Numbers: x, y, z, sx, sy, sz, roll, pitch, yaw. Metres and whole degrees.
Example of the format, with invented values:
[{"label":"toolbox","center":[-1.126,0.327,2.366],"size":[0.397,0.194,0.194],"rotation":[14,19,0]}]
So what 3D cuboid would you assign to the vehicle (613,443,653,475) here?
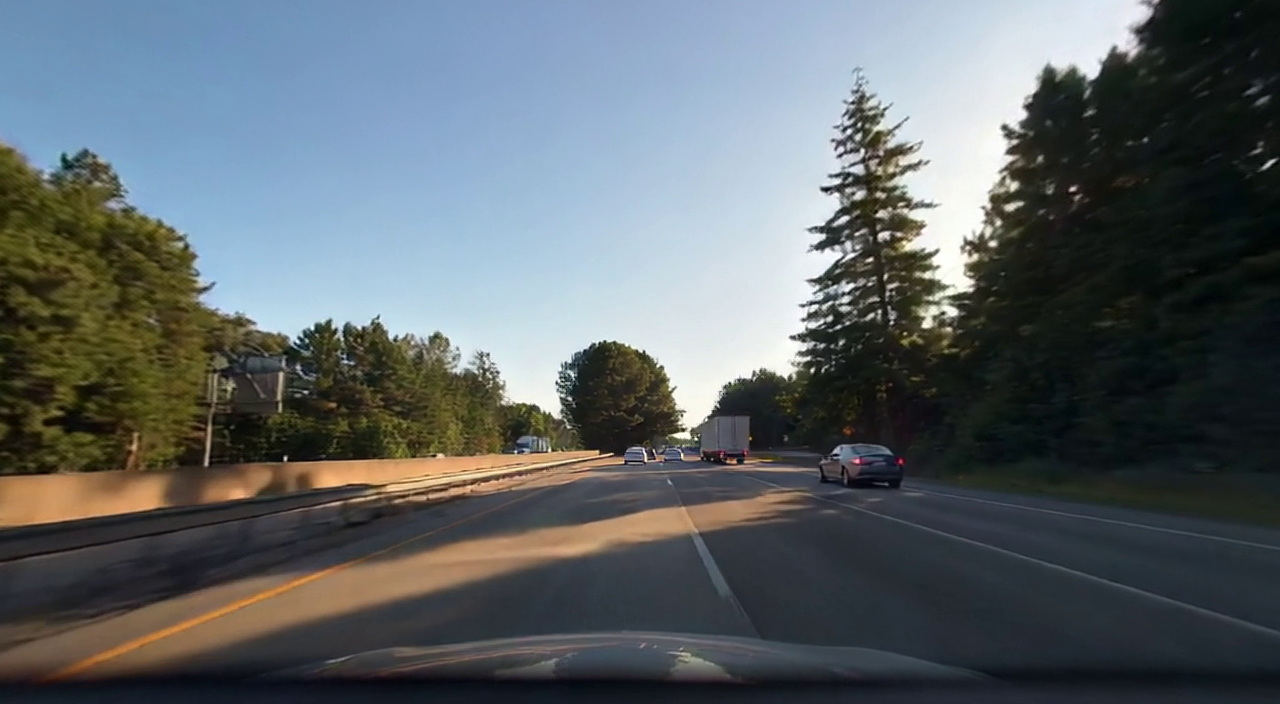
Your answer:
[{"label":"vehicle","center":[-0.344,6.113,36.165],"size":[2.114,1.706,4.106],"rotation":[0,-9,1]}]

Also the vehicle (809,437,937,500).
[{"label":"vehicle","center":[6.755,3.422,18.872],"size":[2.011,1.638,4.737],"rotation":[0,-9,0]}]
